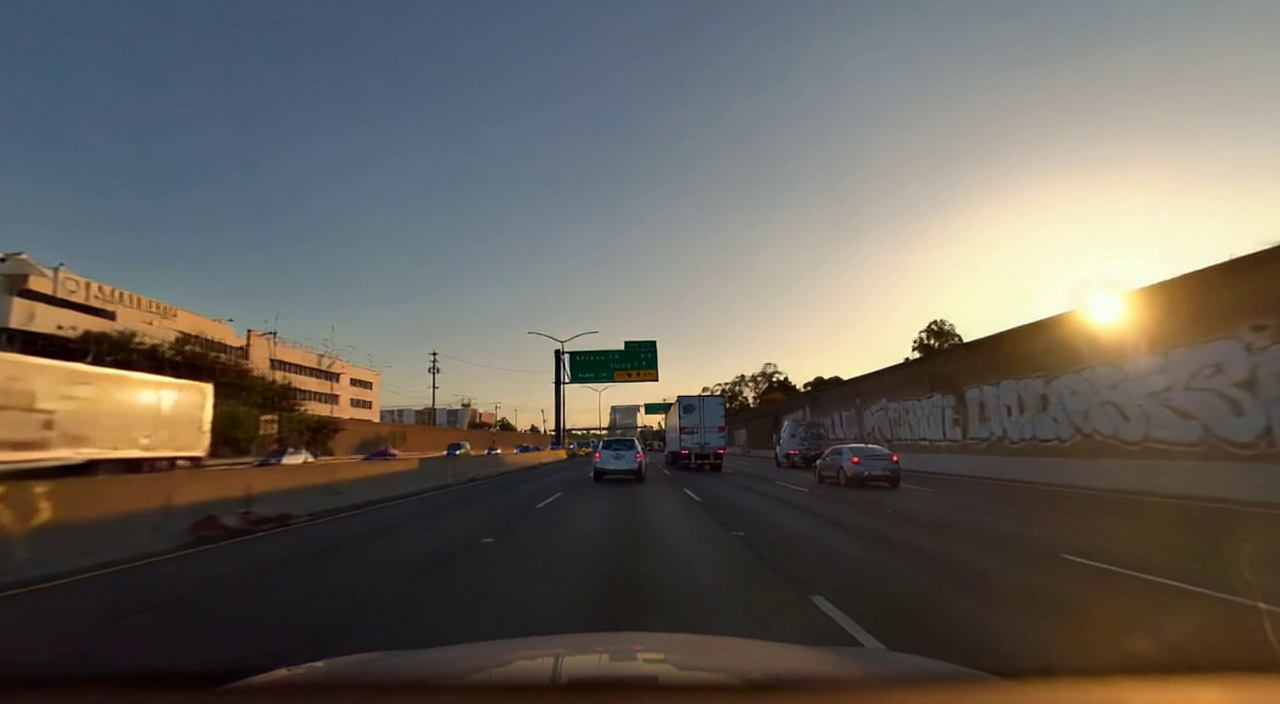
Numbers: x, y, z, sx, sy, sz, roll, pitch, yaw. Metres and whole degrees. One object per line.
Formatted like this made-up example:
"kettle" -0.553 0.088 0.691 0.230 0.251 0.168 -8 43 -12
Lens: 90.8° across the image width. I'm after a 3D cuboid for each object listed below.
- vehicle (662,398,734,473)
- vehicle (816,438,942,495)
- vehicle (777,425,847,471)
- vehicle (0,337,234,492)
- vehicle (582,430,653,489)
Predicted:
"vehicle" 3.159 5.051 37.581 2.976 3.806 10.591 0 -9 -2
"vehicle" 7.017 3.411 19.192 1.915 1.476 4.677 0 -9 -1
"vehicle" 9.653 5.477 36.150 2.322 2.360 6.433 0 -9 1
"vehicle" -17.241 1.933 18.159 2.791 3.780 12.692 0 -9 0
"vehicle" -0.844 3.785 22.600 2.249 1.843 5.176 0 -9 -3
